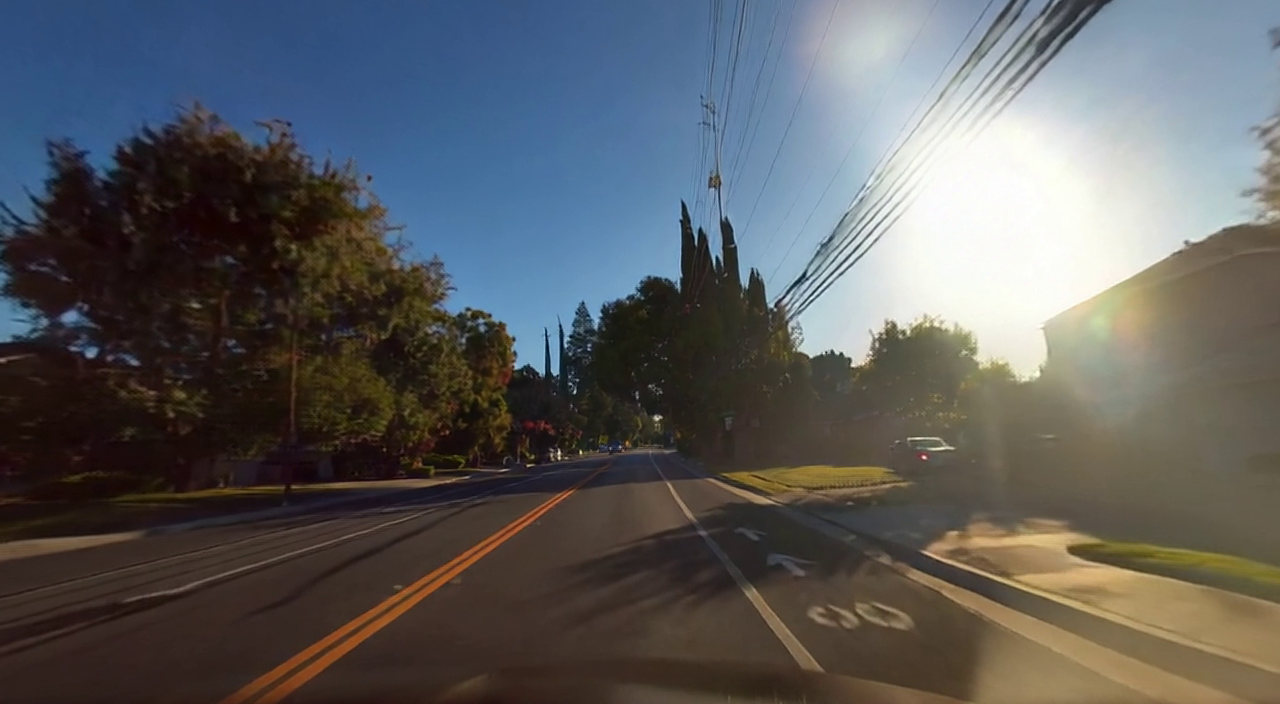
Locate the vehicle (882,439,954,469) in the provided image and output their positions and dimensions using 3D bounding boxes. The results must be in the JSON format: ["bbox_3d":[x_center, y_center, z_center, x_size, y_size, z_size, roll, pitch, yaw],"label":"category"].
[{"bbox_3d":[14.672,5.375,33.620,1.810,1.470,4.551,0,-8,0],"label":"vehicle"}]
